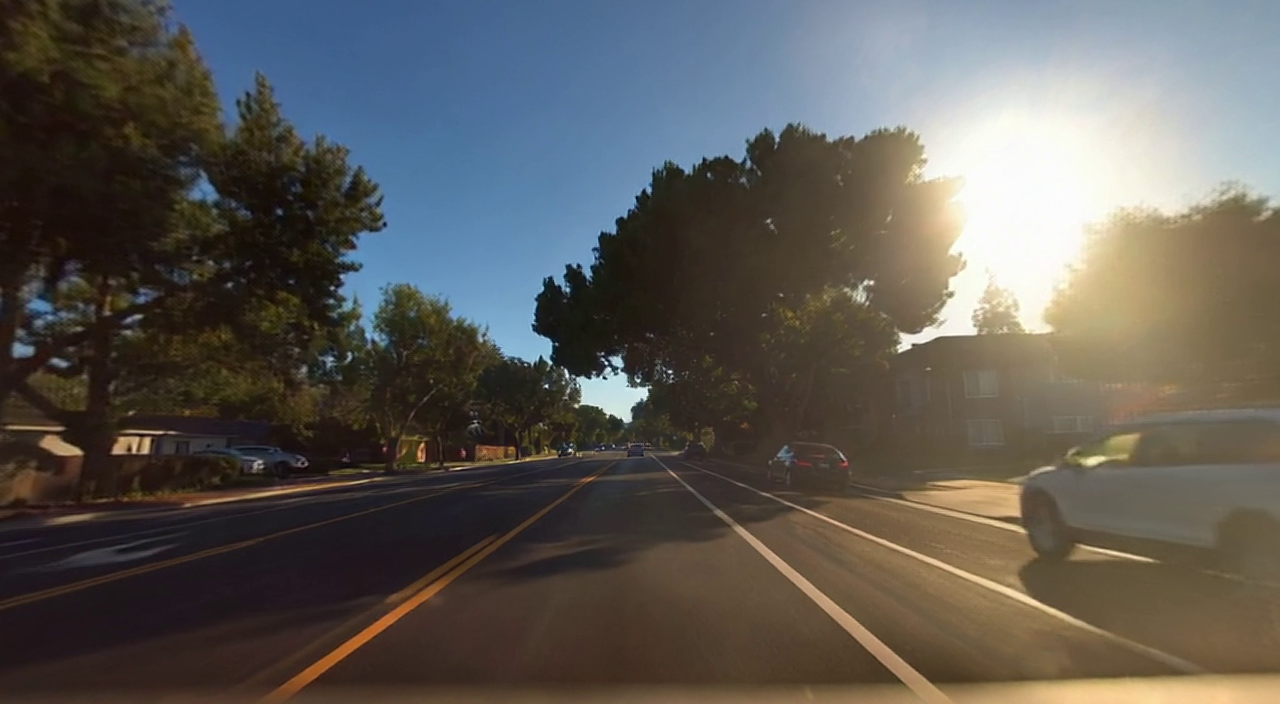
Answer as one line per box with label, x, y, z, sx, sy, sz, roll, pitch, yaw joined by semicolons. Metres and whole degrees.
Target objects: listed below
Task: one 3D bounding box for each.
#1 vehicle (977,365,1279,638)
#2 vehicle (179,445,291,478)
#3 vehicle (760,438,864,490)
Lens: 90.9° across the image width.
vehicle;5.193;1.175;5.458;2.047;1.752;4.538;0;-8;1
vehicle;-21.820;5.885;34.086;4.610;1.721;2.019;0;-8;-1
vehicle;5.349;3.543;20.290;1.935;1.453;4.488;0;-8;-2
